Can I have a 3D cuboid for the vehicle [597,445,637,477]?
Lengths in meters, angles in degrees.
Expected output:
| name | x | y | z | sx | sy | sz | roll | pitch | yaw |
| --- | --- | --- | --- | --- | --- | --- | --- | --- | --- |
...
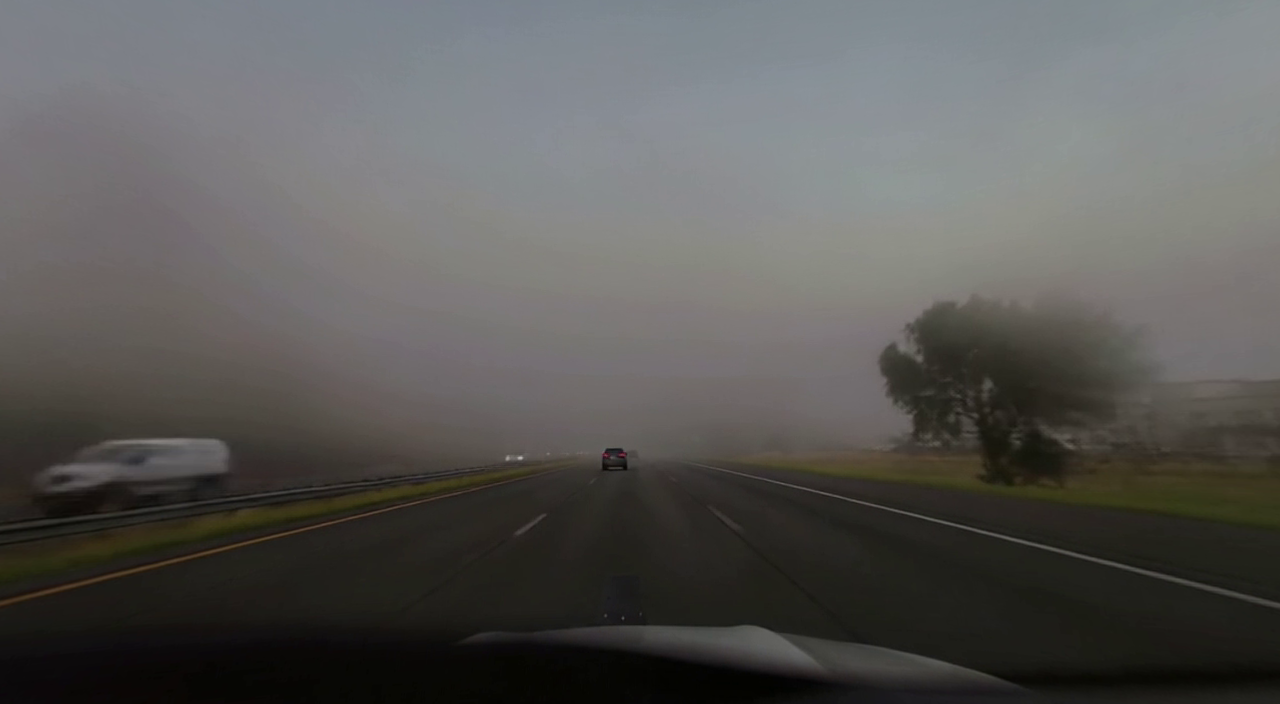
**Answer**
| name | x | y | z | sx | sy | sz | roll | pitch | yaw |
| --- | --- | --- | --- | --- | --- | --- | --- | --- | --- |
| vehicle | -1.136 | 5.643 | 32.770 | 1.916 | 1.494 | 4.335 | 0 | -9 | 0 |
